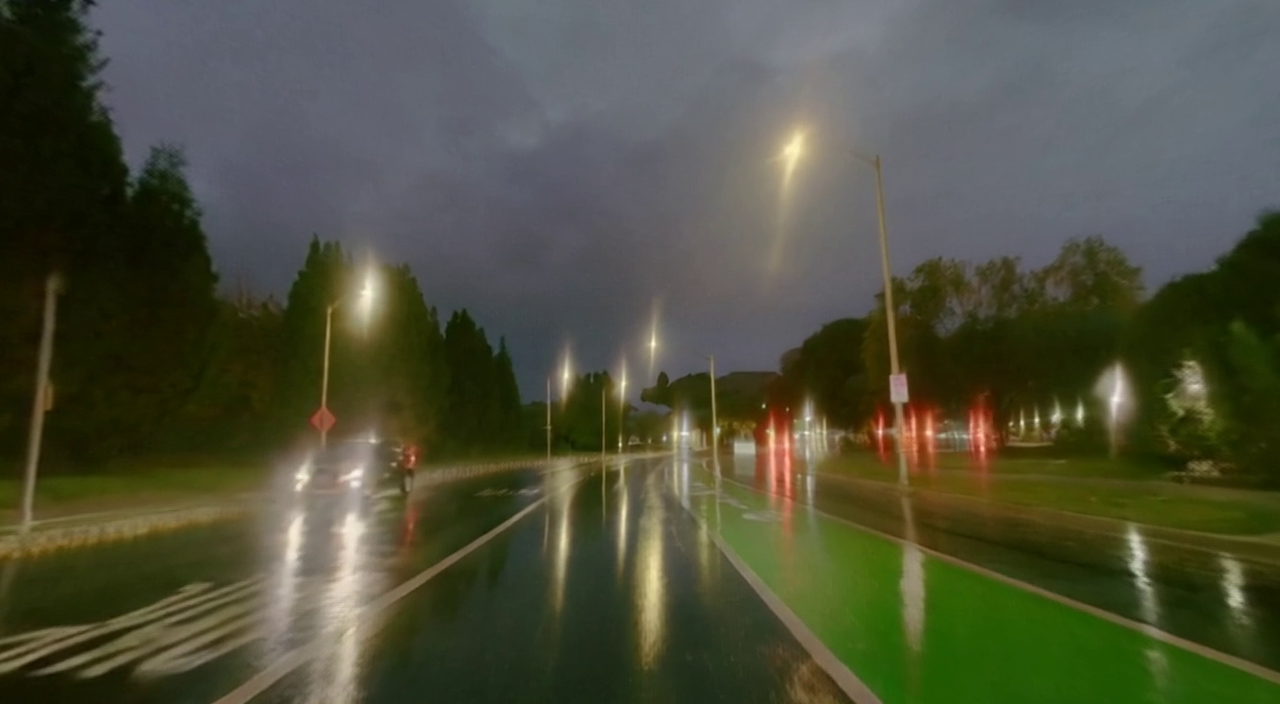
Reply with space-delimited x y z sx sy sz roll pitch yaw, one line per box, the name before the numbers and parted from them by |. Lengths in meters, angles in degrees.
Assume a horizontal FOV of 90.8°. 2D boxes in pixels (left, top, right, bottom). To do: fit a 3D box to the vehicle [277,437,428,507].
vehicle | -7.994 3.354 18.165 2.065 1.744 4.566 -1 -8 2
